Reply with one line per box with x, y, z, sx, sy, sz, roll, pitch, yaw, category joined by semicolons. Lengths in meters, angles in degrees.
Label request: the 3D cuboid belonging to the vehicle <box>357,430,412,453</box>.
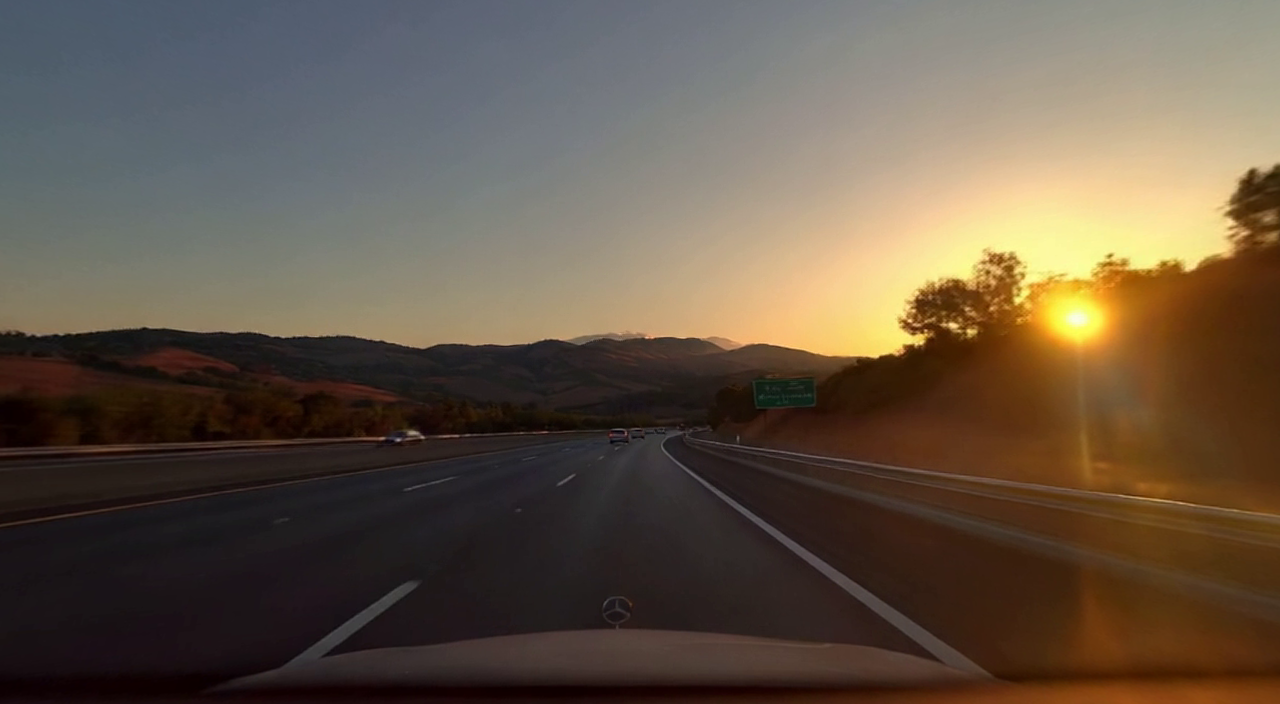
-18.270;6.401;45.213;1.900;1.572;4.762;0;-8;1;vehicle
